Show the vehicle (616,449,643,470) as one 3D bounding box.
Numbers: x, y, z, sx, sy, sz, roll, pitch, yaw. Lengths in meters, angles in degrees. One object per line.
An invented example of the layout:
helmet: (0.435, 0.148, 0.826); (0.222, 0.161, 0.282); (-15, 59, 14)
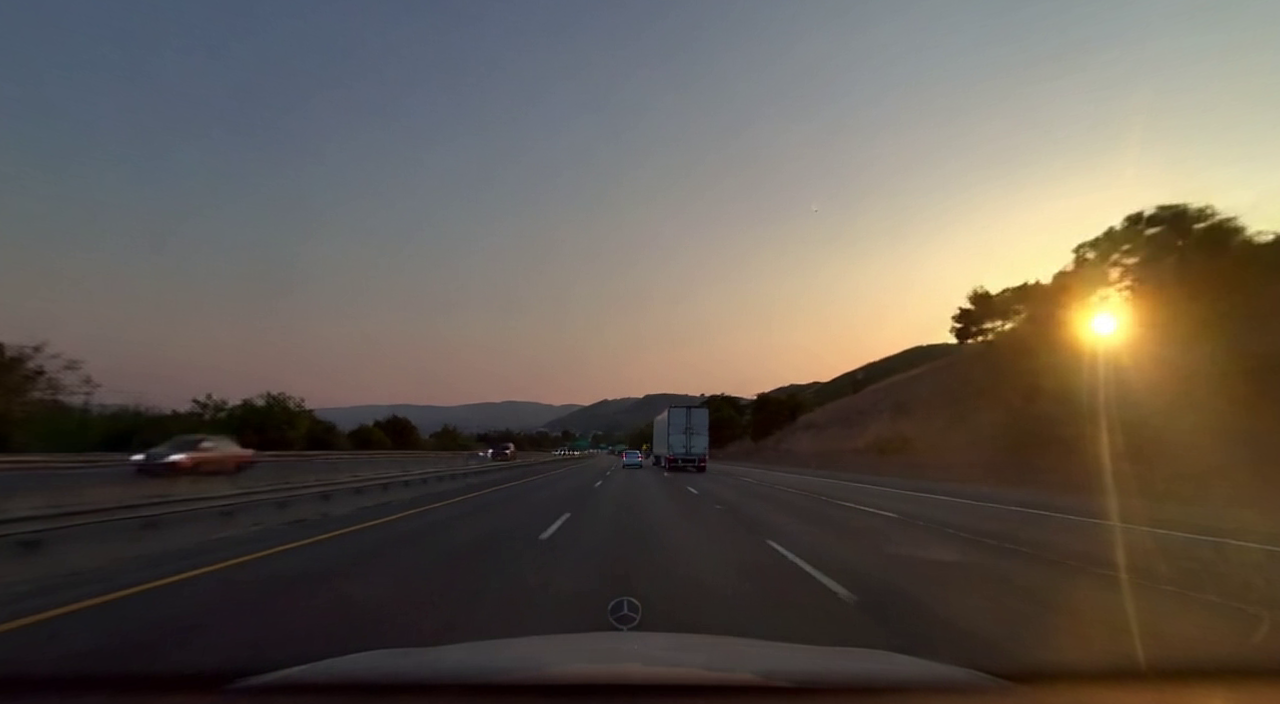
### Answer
vehicle: (-0.767, 7.959, 46.783); (1.898, 1.438, 4.053); (0, -9, -1)

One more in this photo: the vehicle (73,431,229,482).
vehicle: (-15.286, 3.307, 20.039); (1.776, 1.436, 3.890); (0, -9, 1)

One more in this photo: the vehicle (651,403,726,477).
vehicle: (2.910, 6.260, 43.966); (3.462, 4.177, 16.311); (0, -9, -2)
